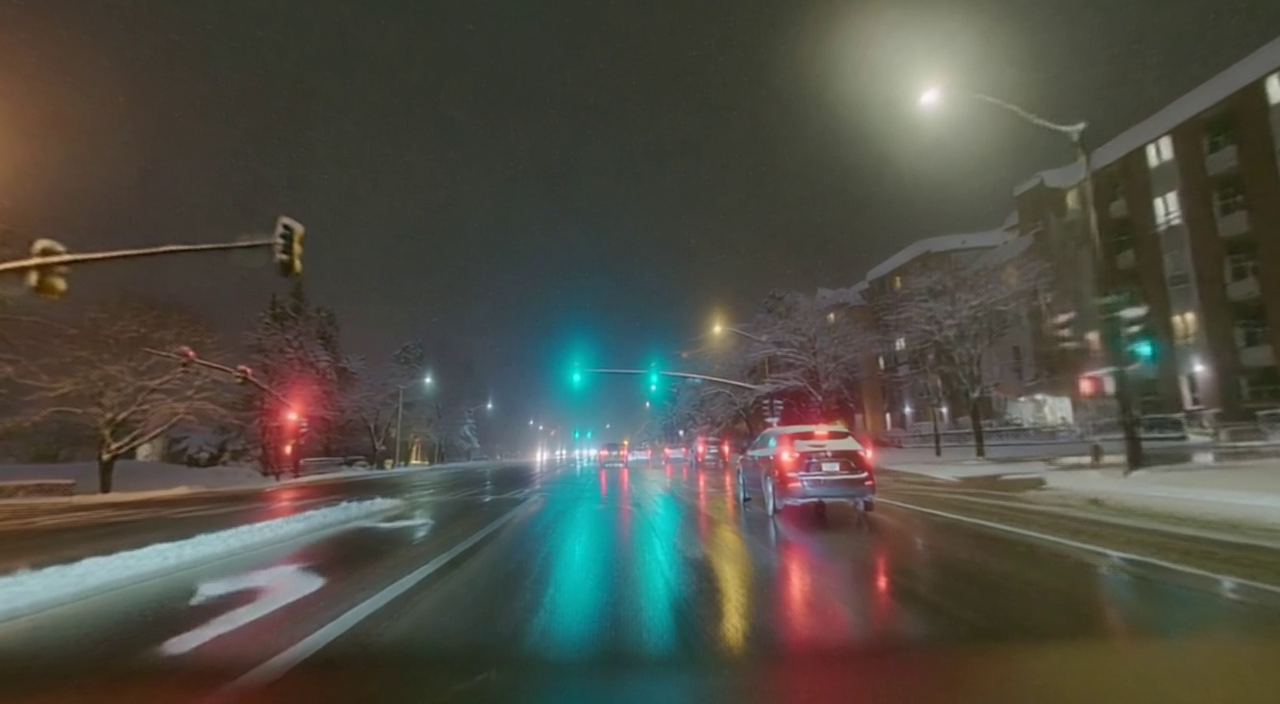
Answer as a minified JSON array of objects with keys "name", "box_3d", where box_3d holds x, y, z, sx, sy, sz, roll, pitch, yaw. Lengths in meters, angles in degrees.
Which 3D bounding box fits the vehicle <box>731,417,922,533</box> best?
[{"name":"vehicle","box_3d":[3.095,2.159,11.698,1.893,1.664,4.670,0,-8,-3]}]

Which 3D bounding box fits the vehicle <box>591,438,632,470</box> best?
[{"name":"vehicle","box_3d":[-1.513,5.563,34.606,2.101,1.641,4.341,0,-8,-2]}]

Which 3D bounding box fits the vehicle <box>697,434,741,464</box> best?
[{"name":"vehicle","box_3d":[5.398,6.738,43.964,2.052,1.886,5.297,0,-8,-4]}]
